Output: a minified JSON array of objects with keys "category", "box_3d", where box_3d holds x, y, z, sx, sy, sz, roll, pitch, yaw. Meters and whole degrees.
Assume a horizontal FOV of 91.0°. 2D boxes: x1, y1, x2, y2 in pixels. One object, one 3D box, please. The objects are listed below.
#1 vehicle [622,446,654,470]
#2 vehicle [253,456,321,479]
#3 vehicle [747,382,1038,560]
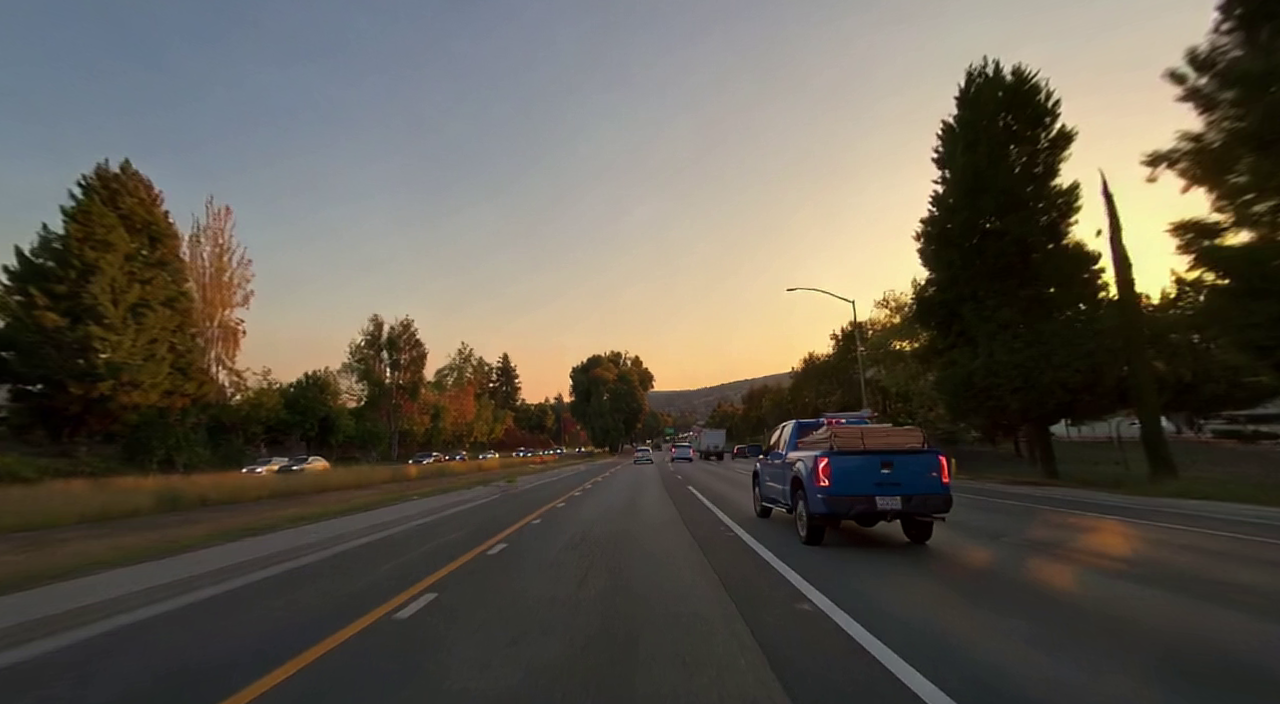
[{"category":"vehicle","box_3d":[-0.140,7.066,42.222,2.030,1.473,3.926,0,-9,0]},{"category":"vehicle","box_3d":[-25.394,8.316,45.499,2.153,1.473,4.569,0,-9,1]},{"category":"vehicle","box_3d":[3.430,1.810,10.226,2.354,2.079,5.586,0,-9,0]}]
